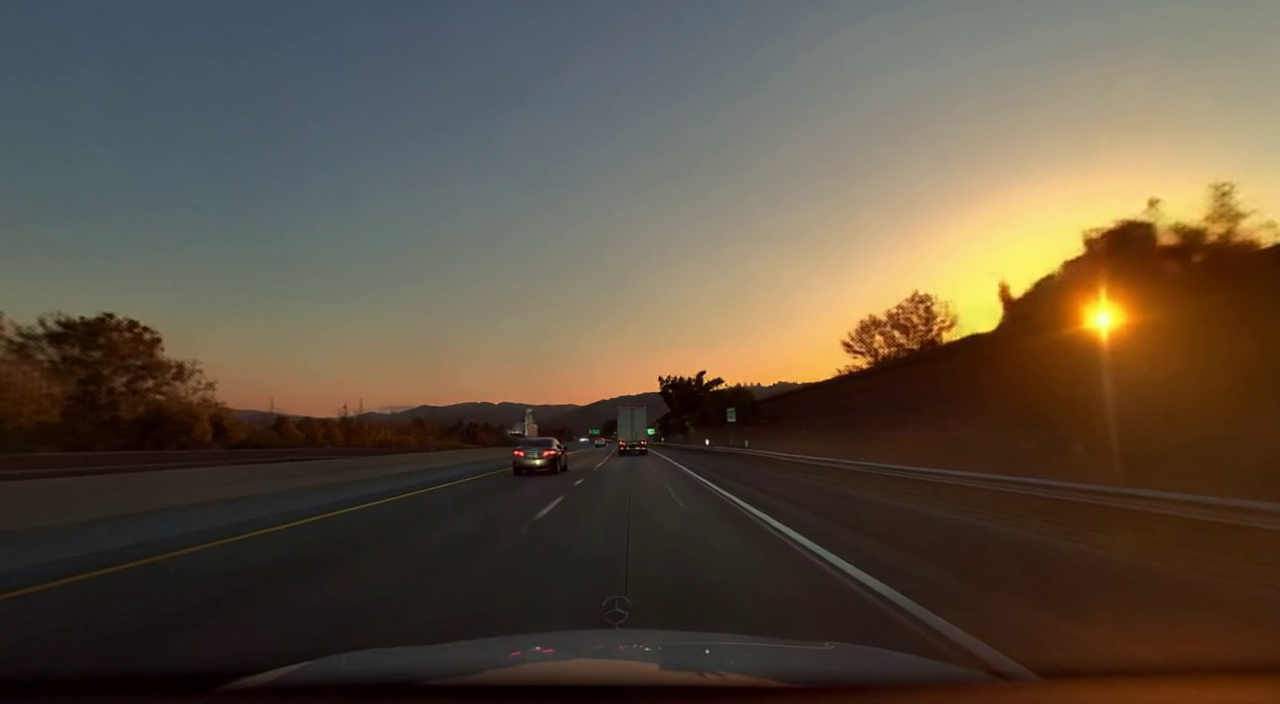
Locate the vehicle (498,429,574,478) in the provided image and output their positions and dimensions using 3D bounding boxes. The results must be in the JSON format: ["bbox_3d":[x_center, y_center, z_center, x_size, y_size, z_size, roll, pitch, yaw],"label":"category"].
[{"bbox_3d":[-3.802,3.763,23.847,2.123,1.655,4.688,0,-8,-1],"label":"vehicle"}]
